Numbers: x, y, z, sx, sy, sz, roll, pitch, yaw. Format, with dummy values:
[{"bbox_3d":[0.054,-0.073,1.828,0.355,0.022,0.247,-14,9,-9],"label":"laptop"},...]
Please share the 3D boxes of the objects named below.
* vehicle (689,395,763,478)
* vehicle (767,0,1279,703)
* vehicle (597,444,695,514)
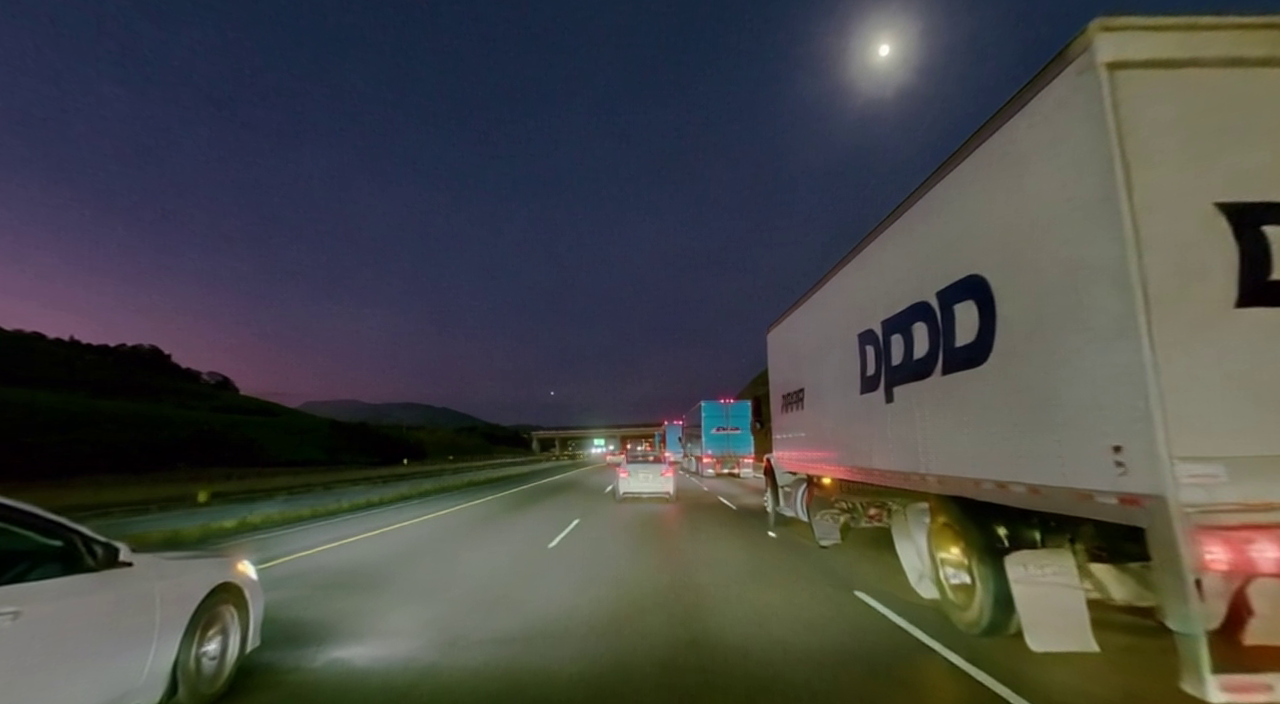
[{"bbox_3d":[4.500,4.766,35.066,2.801,4.039,8.684,0,-9,0],"label":"vehicle"},{"bbox_3d":[4.165,0.566,7.936,2.884,3.930,10.206,0,-9,0],"label":"vehicle"},{"bbox_3d":[0.133,2.947,15.095,2.029,1.437,3.794,0,-9,0],"label":"vehicle"}]
